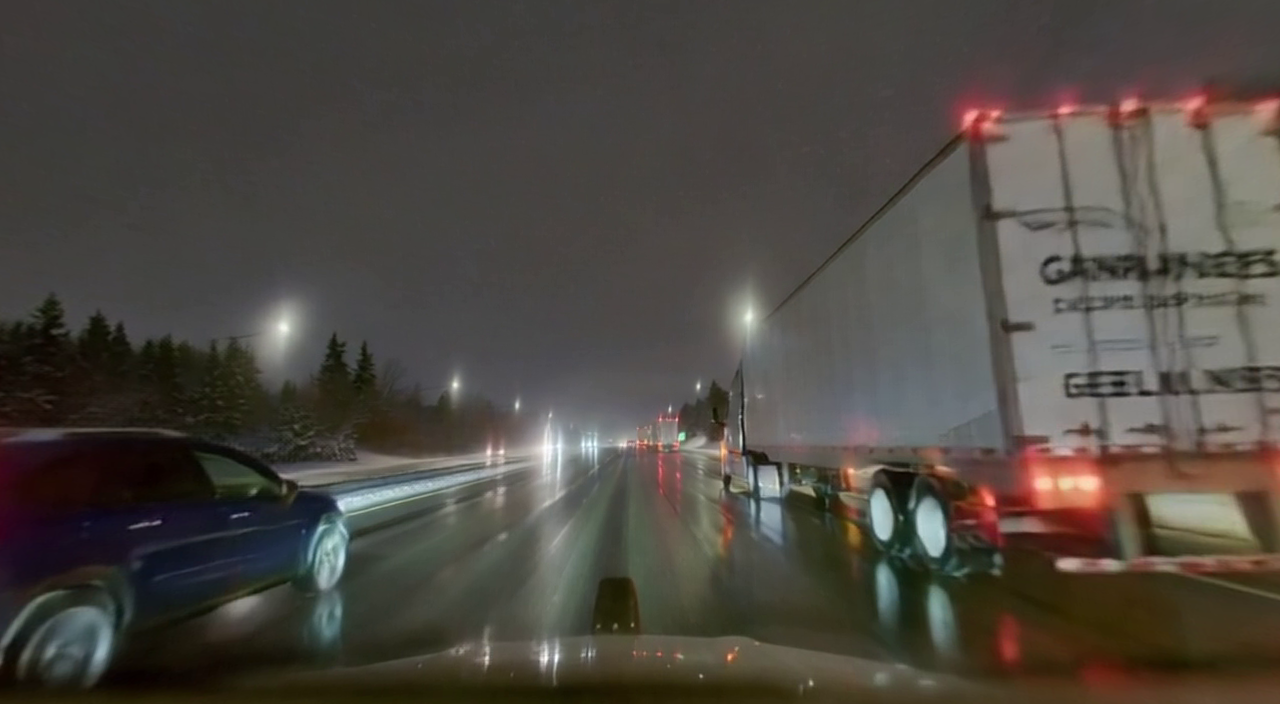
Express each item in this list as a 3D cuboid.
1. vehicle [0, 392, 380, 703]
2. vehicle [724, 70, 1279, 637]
[{"bbox_3d":[-3.479,1.143,3.920,1.990,1.520,4.100,0,-8,0],"label":"vehicle"},{"bbox_3d":[4.238,0.902,11.733,2.976,4.064,14.619,0,-8,-1],"label":"vehicle"}]
